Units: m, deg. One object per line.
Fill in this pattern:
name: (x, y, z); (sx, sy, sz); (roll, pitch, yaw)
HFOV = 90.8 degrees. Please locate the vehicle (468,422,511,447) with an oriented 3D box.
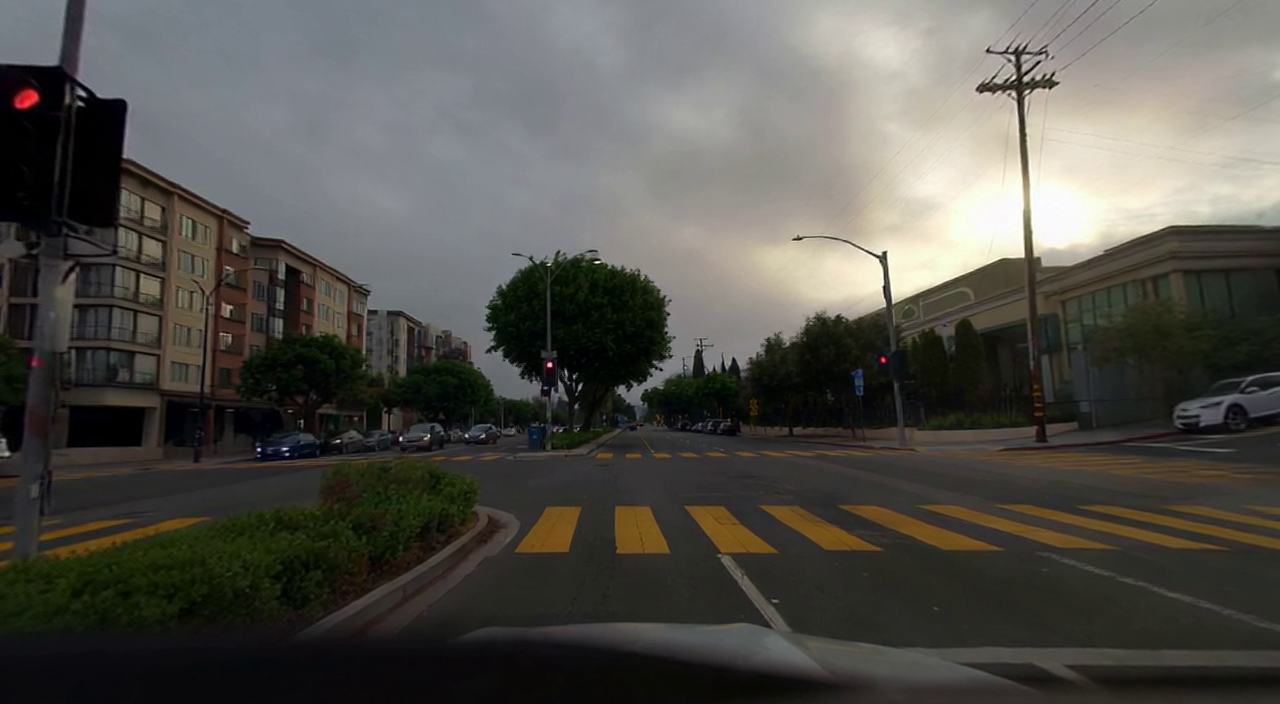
vehicle: (-11.633, 6.474, 49.098); (2.118, 1.809, 4.591); (0, -8, 2)

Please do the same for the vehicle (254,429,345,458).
vehicle: (-18.083, 4.932, 33.877); (1.939, 1.430, 5.533); (0, -9, -2)

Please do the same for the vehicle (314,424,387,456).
vehicle: (-18.288, 5.618, 40.210); (2.225, 1.871, 5.189); (0, -9, 0)

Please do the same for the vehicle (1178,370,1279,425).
vehicle: (22.341, 1.583, 22.620); (4.531, 1.753, 1.964); (-2, -2, -5)
